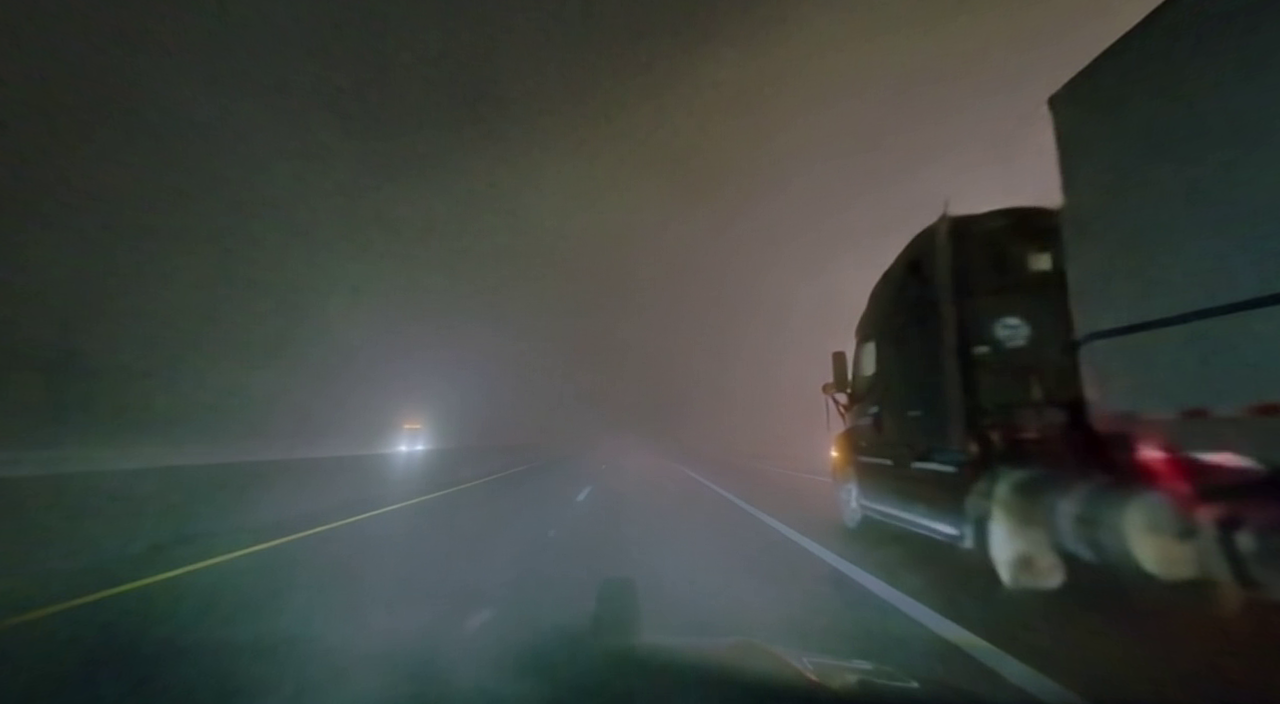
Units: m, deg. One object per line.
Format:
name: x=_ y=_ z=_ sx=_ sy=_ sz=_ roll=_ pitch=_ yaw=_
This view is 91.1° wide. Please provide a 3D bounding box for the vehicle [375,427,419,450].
vehicle: x=-19.147 y=6.834 z=49.728 sx=1.803 sy=1.644 sz=4.170 roll=2 pitch=-8 yaw=-1
